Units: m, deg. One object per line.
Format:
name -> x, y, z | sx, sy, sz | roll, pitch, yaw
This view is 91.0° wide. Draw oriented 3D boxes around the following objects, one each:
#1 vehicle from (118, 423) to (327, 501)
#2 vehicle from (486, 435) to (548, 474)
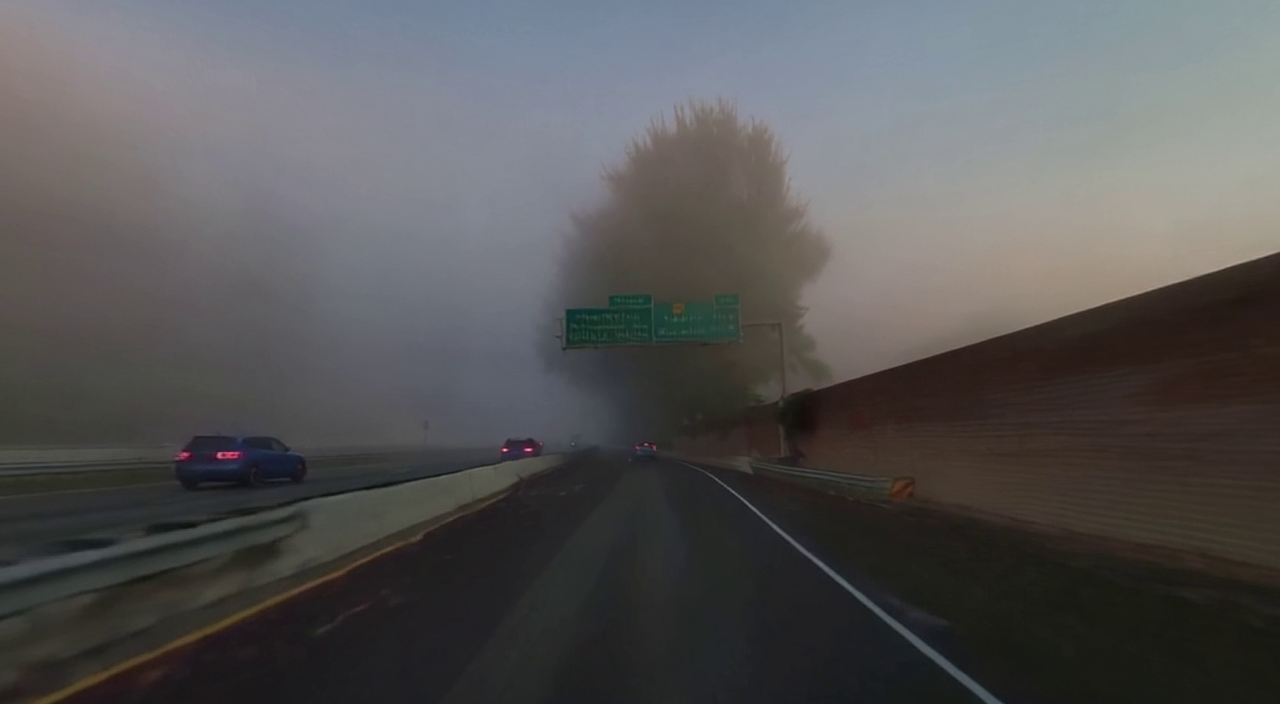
vehicle -> -9.966, 2.673, 15.631 | 2.025, 1.618, 4.683 | 0, -9, -1
vehicle -> -5.910, 4.981, 30.820 | 2.151, 1.707, 4.759 | 0, -9, -1
